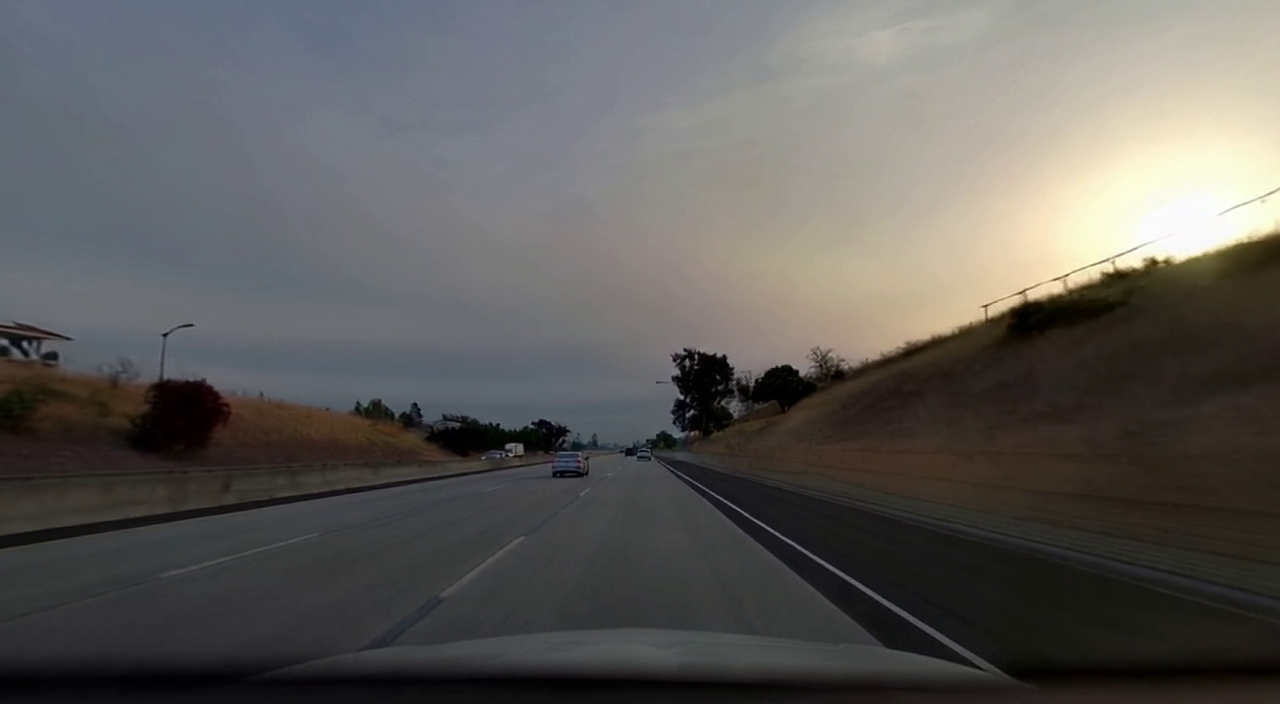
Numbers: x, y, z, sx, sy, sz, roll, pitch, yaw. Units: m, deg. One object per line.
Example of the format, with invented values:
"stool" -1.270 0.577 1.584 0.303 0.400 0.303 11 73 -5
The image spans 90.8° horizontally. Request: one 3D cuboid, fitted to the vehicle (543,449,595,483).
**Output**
"vehicle" -3.324 5.444 30.327 1.978 1.498 4.080 0 -9 0
